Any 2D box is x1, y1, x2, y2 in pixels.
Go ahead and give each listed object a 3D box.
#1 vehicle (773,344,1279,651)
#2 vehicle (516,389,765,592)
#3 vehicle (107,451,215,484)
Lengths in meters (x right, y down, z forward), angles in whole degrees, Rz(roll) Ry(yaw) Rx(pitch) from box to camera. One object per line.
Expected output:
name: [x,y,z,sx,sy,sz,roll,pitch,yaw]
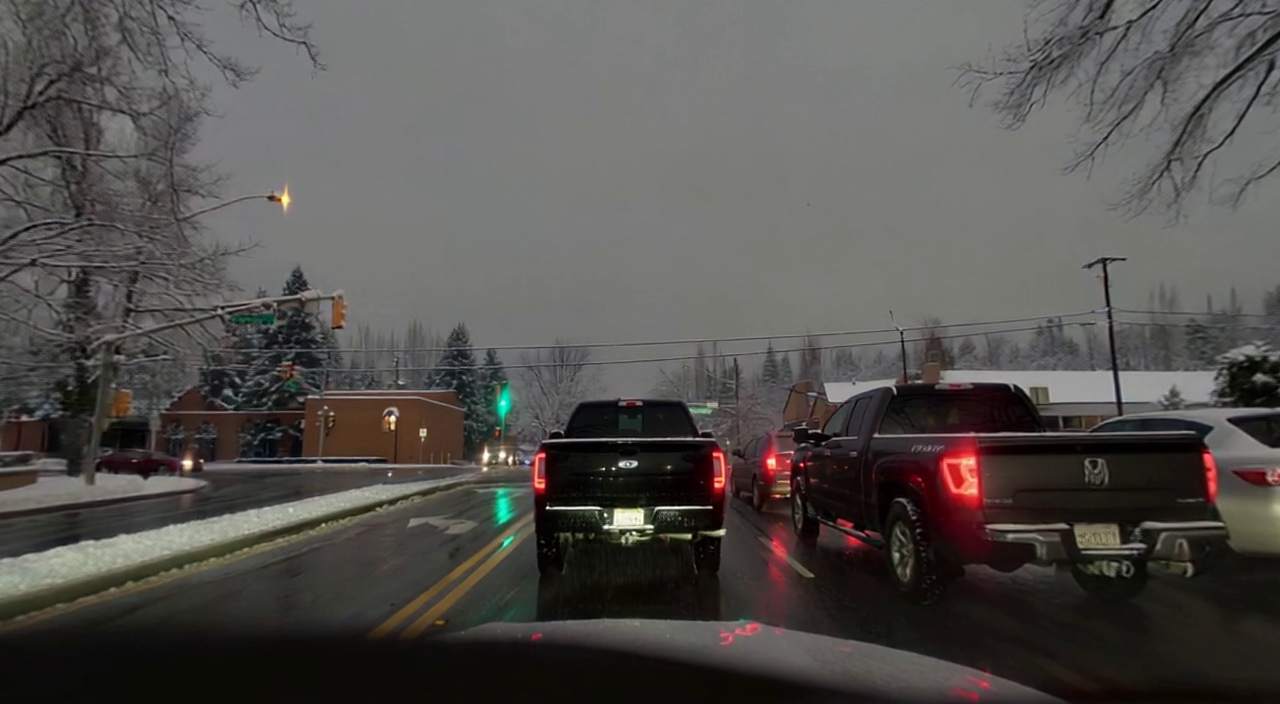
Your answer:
vehicle: [3.325,1.334,6.936,2.412,1.953,5.682,0,-9,-1]
vehicle: [-0.056,1.620,8.293,2.240,1.821,5.001,0,-9,-1]
vehicle: [-26.383,6.360,34.989,4.437,1.669,1.936,5,-10,-30]
